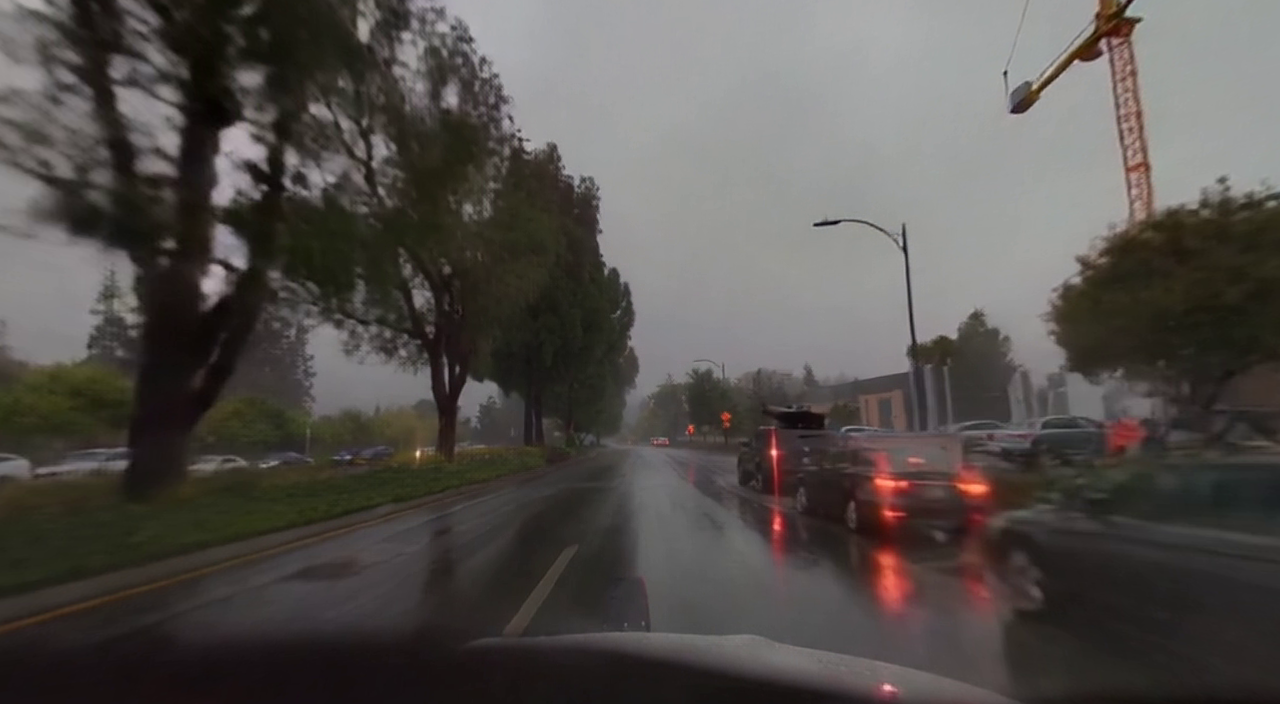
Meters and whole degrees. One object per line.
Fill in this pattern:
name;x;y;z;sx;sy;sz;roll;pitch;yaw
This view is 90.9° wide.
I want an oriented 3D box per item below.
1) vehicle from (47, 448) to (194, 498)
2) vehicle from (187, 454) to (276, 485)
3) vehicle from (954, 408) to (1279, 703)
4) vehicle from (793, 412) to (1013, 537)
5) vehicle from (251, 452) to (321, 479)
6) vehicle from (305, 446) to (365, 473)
vehicle;-21.465;4.964;26.385;2.027;1.855;4.908;0;-8;-1
vehicle;-21.494;6.153;33.363;1.834;1.441;4.416;0;-8;-2
vehicle;3.995;1.081;3.580;2.003;1.442;4.606;0;-8;-1
vehicle;4.163;2.002;10.912;1.916;1.701;4.358;0;-8;0
vehicle;-21.539;6.881;38.538;1.746;1.447;4.448;0;-8;0
vehicle;-21.625;7.608;44.987;1.941;1.743;5.264;0;-8;-4
